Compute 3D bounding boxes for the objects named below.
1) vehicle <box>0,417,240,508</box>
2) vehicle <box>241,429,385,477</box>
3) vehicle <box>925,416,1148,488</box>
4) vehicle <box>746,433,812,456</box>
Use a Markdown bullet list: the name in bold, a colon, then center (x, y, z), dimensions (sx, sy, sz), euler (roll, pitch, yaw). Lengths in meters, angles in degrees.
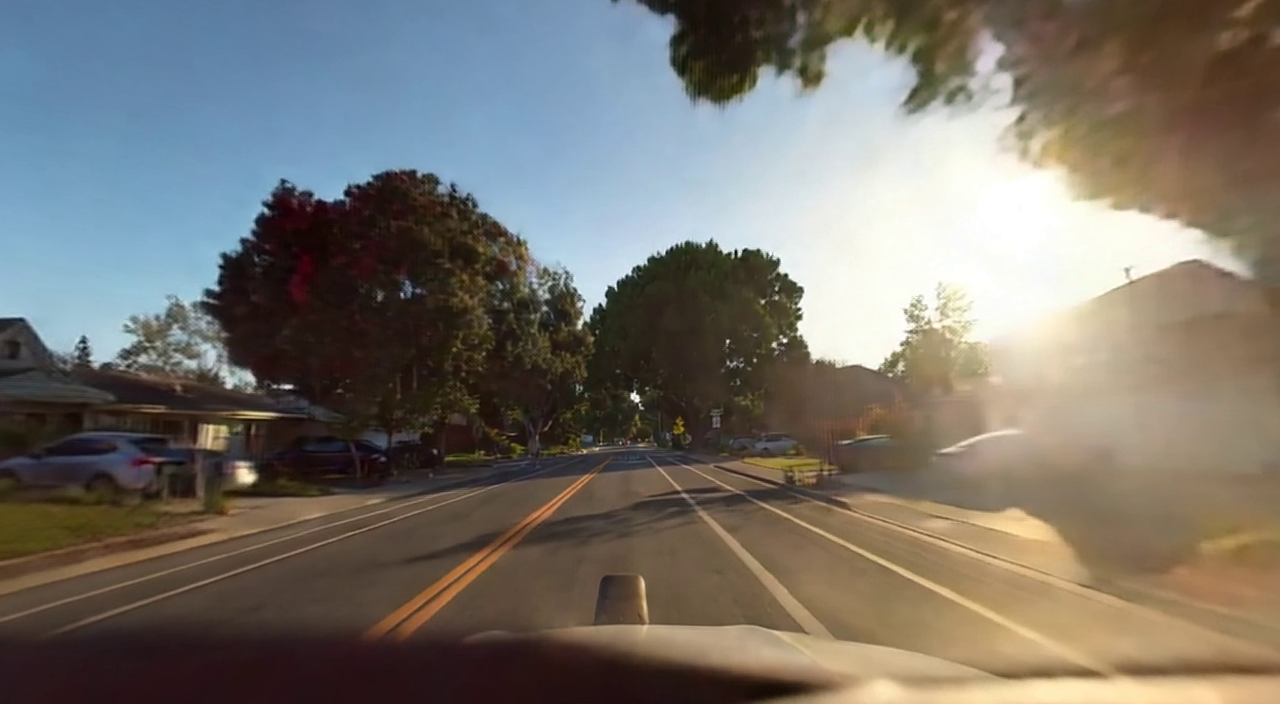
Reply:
- **vehicle**: center (-12.450, 2.522, 14.635), dimensions (5.009, 1.880, 1.961), euler (-1, -7, 1)
- **vehicle**: center (-12.856, 4.002, 25.074), dimensions (4.549, 1.802, 2.081), euler (0, -8, 1)
- **vehicle**: center (10.712, 2.731, 17.336), dimensions (4.751, 1.518, 1.885), euler (-4, -8, -1)
- **vehicle**: center (10.742, 7.183, 49.008), dimensions (4.493, 1.493, 1.926), euler (-3, -8, -4)
